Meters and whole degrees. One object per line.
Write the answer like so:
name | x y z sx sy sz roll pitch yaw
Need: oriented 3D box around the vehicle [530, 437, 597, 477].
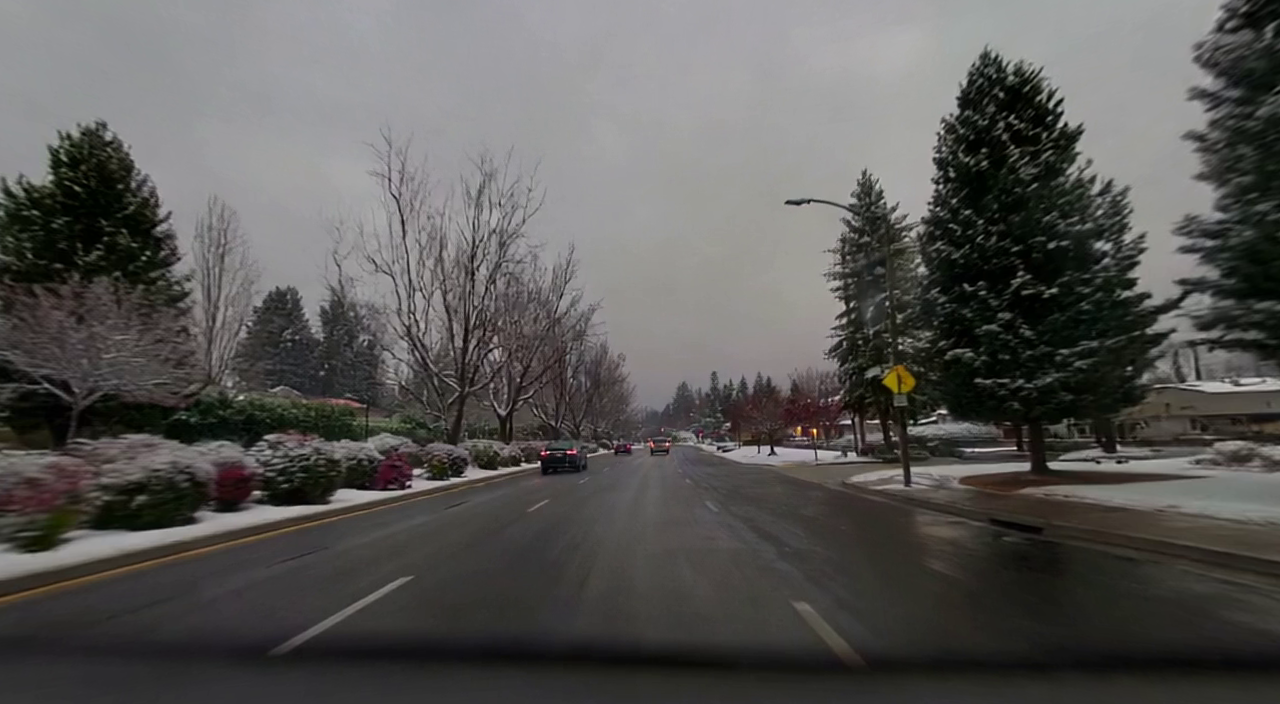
vehicle | -3.015 4.280 25.759 2.036 1.478 4.508 0 -8 2
